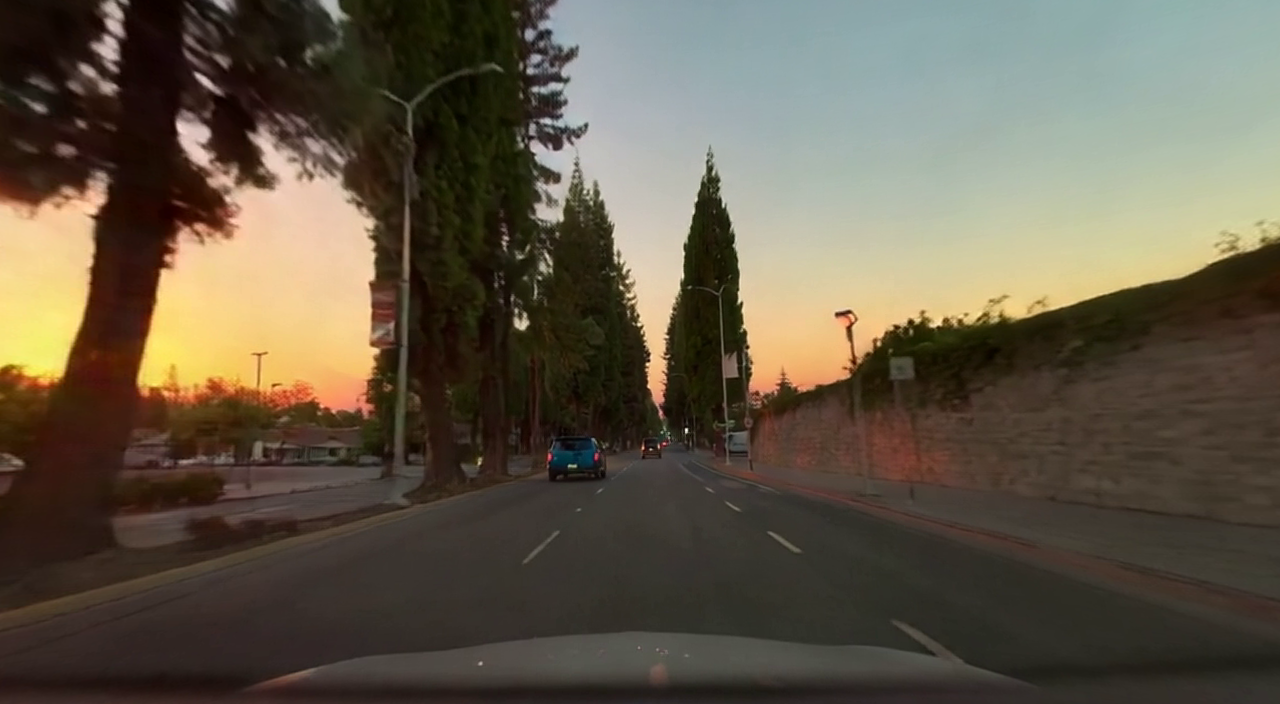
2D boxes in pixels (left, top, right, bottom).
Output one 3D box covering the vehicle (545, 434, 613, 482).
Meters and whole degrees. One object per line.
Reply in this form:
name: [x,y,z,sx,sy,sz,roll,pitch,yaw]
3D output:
vehicle: [-2.449,4.450,26.644,2.281,1.837,4.845,0,-8,2]
